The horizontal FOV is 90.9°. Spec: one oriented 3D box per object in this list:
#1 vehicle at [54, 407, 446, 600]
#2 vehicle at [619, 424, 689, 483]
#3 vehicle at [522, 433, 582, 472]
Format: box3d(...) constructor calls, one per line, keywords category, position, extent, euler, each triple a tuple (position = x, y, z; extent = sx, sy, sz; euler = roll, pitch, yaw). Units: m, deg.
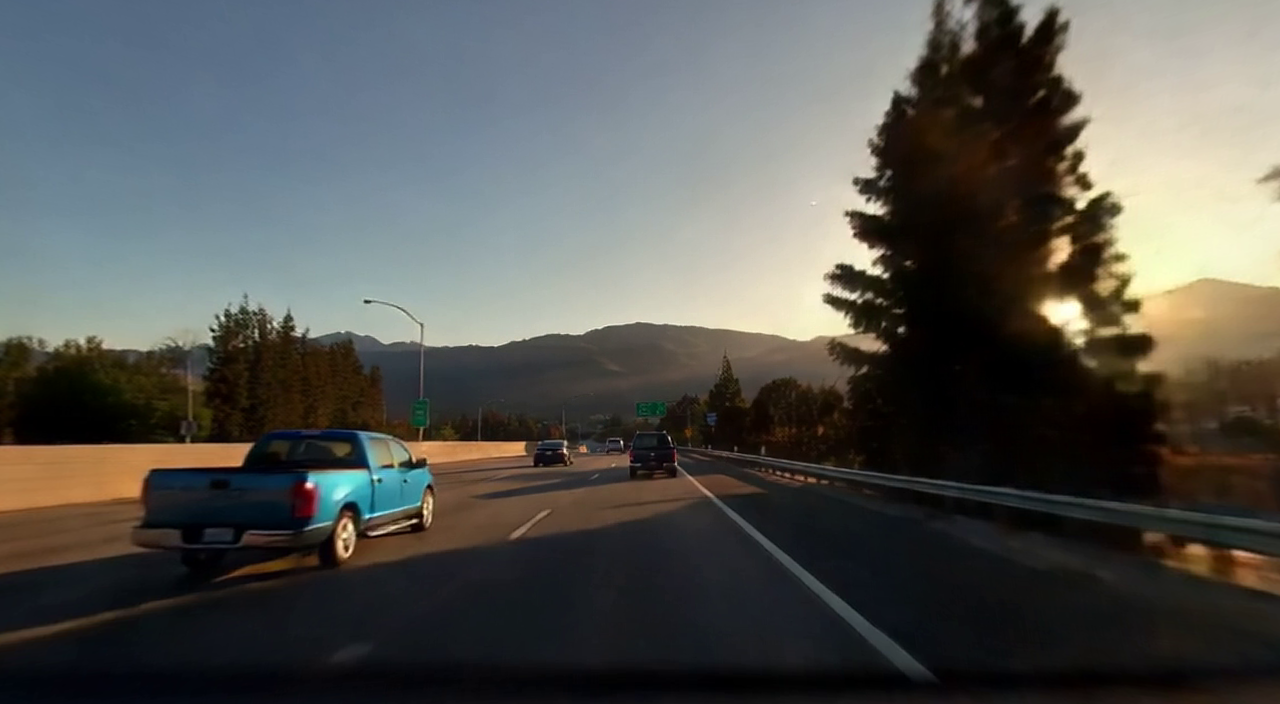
box3d(category="vehicle", position=(-3.920, 1.576, 7.406), extent=(1.959, 1.604, 4.065), euler=(0, -8, 0))
box3d(category="vehicle", position=(0.466, 3.637, 22.850), extent=(2.229, 1.837, 5.387), euler=(0, -8, 1))
box3d(category="vehicle", position=(-3.922, 4.581, 28.892), extent=(2.106, 1.651, 4.040), euler=(-1, -8, 1))
